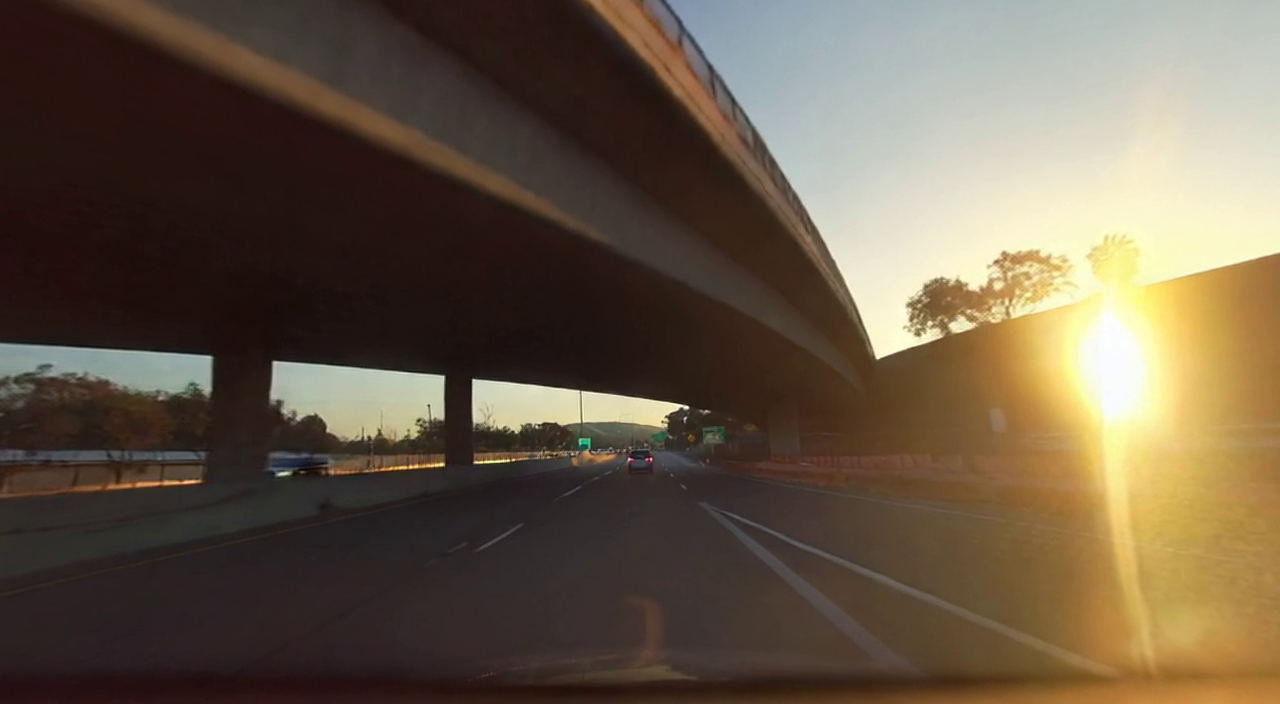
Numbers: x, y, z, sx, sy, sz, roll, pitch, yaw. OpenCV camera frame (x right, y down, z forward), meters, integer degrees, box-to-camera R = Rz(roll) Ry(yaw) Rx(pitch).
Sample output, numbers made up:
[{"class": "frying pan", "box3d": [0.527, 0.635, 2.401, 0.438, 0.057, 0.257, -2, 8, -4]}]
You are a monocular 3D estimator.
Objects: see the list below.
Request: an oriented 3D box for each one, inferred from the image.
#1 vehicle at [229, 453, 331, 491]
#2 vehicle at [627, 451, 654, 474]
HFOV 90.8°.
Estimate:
[{"class": "vehicle", "box3d": [-15.721, 5.232, 27.875, 1.913, 1.507, 4.426, 0, -9, 0]}, {"class": "vehicle", "box3d": [0.066, 7.184, 41.208, 1.695, 1.437, 3.506, 0, -9, 1]}]
